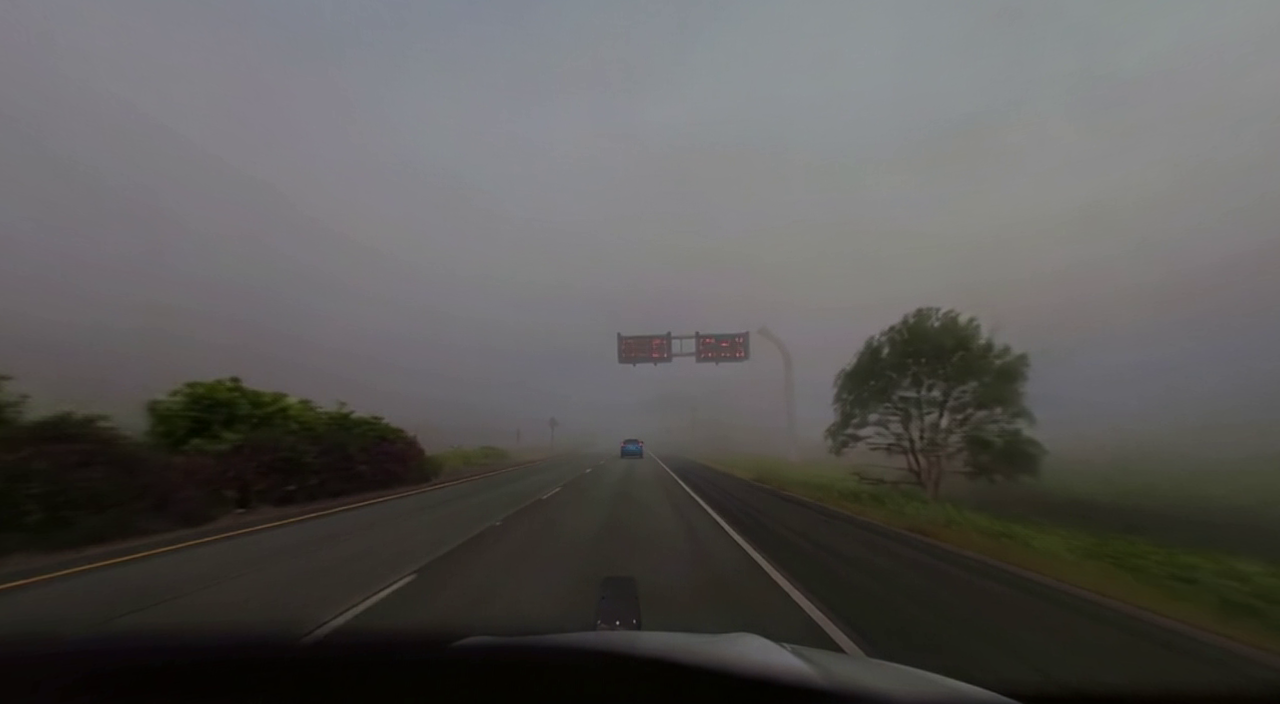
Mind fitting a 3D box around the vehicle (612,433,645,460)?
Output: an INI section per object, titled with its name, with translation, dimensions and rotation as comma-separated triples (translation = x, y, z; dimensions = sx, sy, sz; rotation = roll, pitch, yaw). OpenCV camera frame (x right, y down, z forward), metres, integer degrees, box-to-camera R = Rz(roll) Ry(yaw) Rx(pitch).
[vehicle]
translation = -0.770, 6.507, 43.531
dimensions = 2.180, 1.717, 4.139
rotation = 0, -8, -1
